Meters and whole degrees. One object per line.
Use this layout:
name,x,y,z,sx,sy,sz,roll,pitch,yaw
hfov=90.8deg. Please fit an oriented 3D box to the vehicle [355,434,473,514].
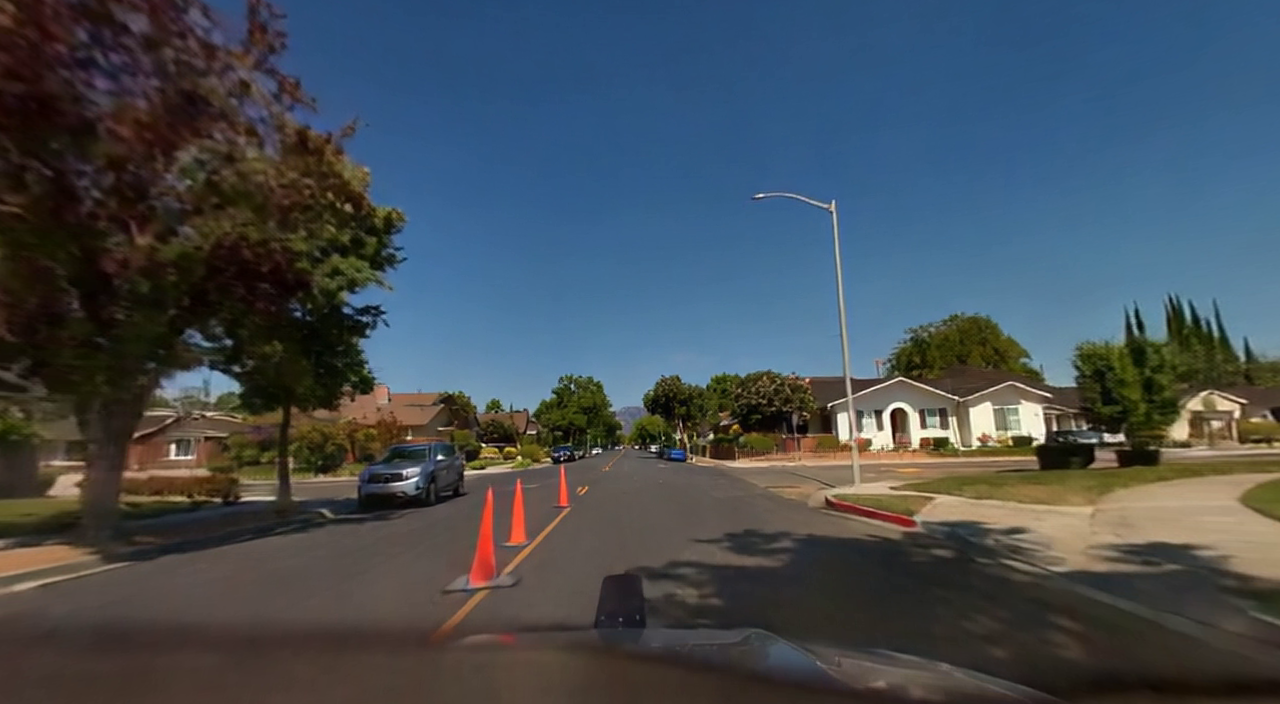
vehicle,-6.076,3.247,17.580,2.087,1.835,4.445,-1,-7,-6

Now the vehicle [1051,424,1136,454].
vehicle,29.966,5.714,41.936,1.923,1.805,4.876,-2,-6,-1

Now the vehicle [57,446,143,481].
vehicle,-35.933,7.389,42.181,1.821,1.691,4.510,-1,-3,0
